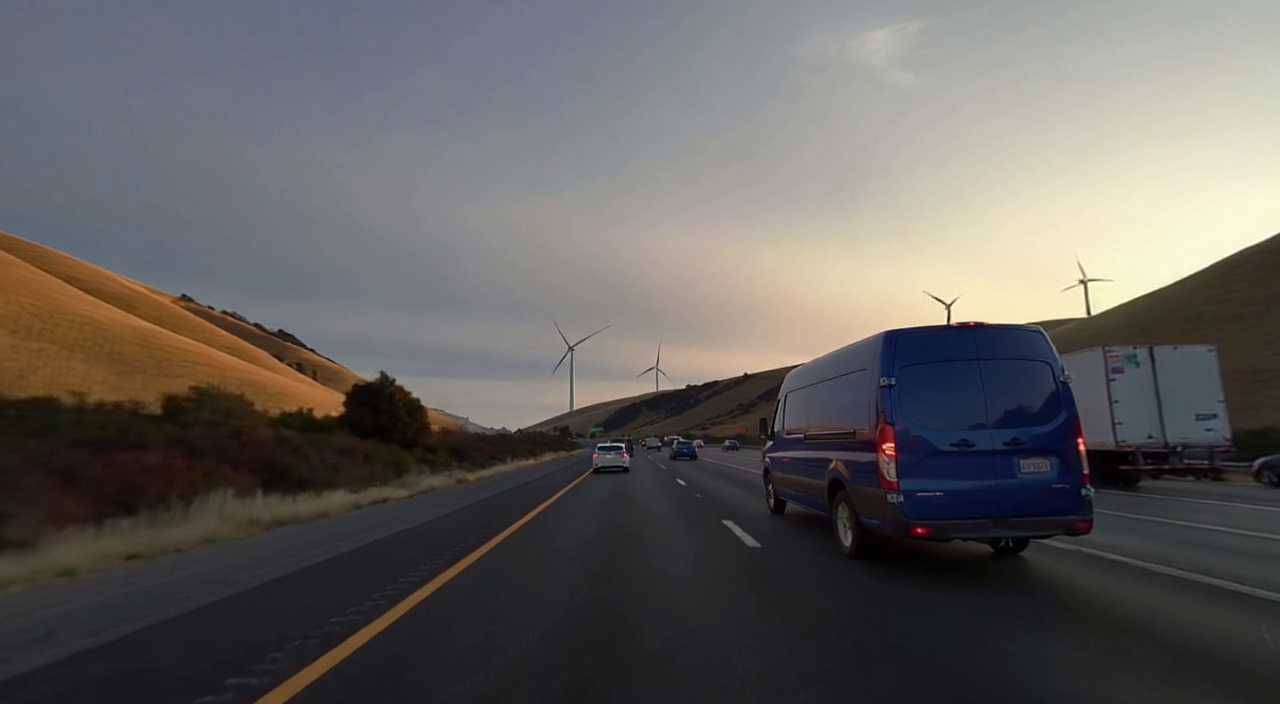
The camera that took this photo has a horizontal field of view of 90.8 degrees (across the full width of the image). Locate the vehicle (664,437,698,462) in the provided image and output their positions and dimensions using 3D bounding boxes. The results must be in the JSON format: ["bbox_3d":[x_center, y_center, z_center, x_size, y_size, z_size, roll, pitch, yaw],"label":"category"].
[{"bbox_3d":[2.931,7.007,45.623,2.108,1.717,3.996,0,-8,-1],"label":"vehicle"}]

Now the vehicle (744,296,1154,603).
[{"bbox_3d":[3.098,1.216,8.340,2.365,2.630,5.754,0,-8,-1],"label":"vehicle"}]

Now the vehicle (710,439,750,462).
[{"bbox_3d":[6.343,6.977,44.962,1.958,1.514,4.930,0,-8,-1],"label":"vehicle"}]

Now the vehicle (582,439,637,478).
[{"bbox_3d":[-1.160,4.332,25.925,2.082,1.445,3.826,0,-8,-1],"label":"vehicle"}]
